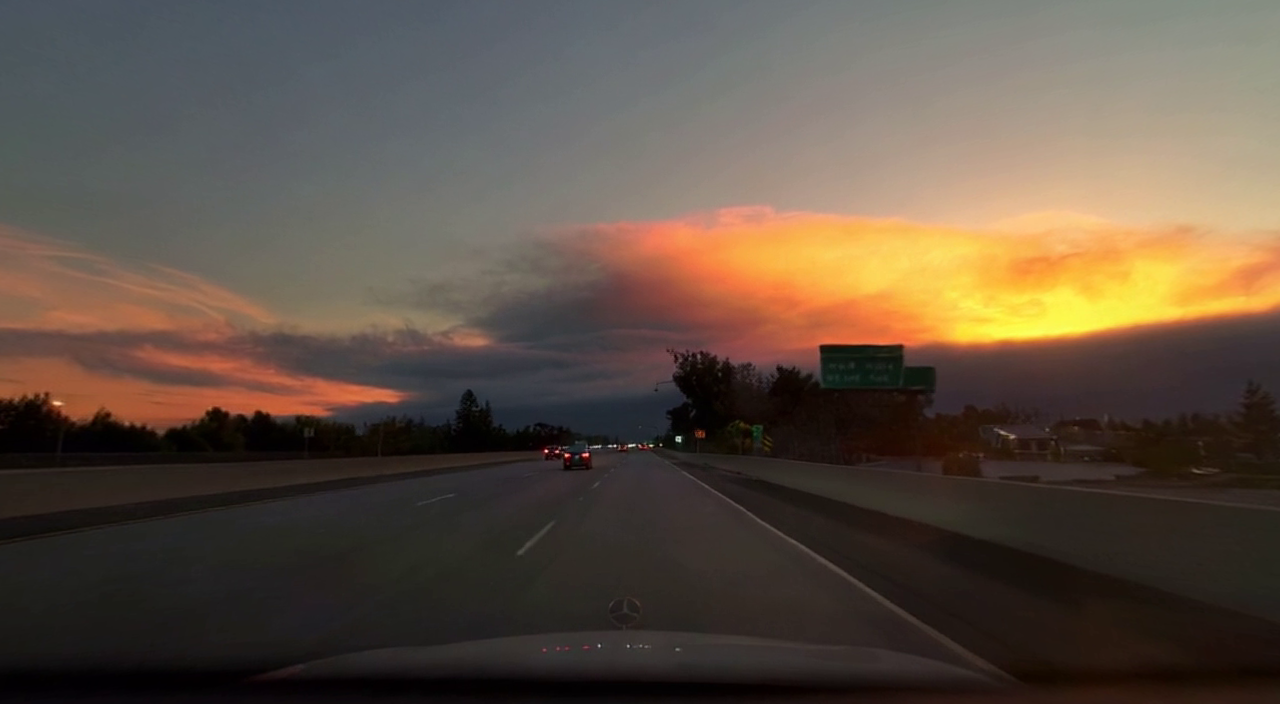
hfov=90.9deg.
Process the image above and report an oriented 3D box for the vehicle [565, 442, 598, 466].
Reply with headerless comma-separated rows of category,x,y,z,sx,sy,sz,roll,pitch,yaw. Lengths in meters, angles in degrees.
vehicle,-3.827,6.740,41.782,1.786,1.488,4.023,0,-8,0
